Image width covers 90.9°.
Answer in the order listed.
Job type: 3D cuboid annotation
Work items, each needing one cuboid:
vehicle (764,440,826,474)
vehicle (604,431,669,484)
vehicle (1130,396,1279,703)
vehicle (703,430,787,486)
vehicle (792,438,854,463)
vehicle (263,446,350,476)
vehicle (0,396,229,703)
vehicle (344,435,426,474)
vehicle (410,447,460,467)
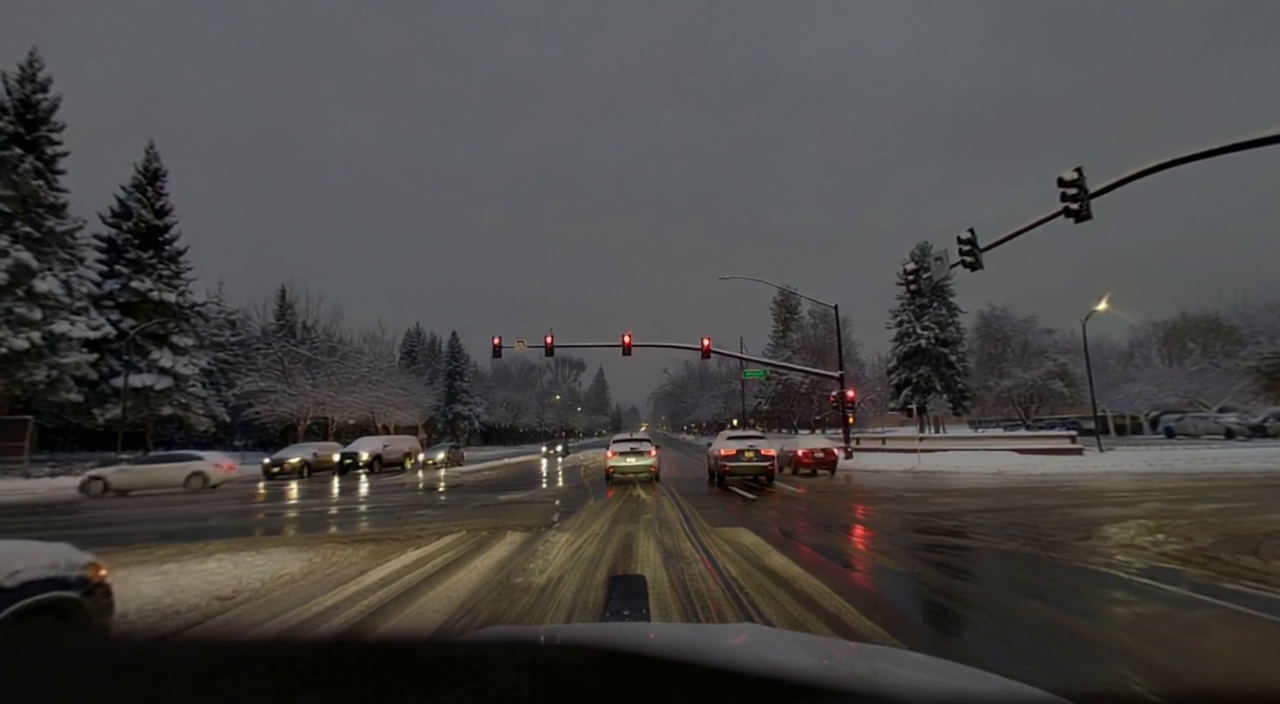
[{"bbox_3d":[7.036,4.809,29.000,1.847,1.432,4.039,0,-8,1],"label":"vehicle"},{"bbox_3d":[-0.119,3.863,23.293,2.215,1.749,3.976,0,-8,0],"label":"vehicle"},{"bbox_3d":[3.057,0.648,0.475,1.960,1.460,4.233,0,-8,0],"label":"vehicle"},{"bbox_3d":[3.450,3.607,21.715,2.097,1.707,4.461,0,-8,0],"label":"vehicle"},{"bbox_3d":[13.891,7.476,48.180,2.171,1.786,4.943,2,-9,-17],"label":"vehicle"},{"bbox_3d":[-17.549,5.749,33.428,2.086,1.458,4.457,0,-8,2],"label":"vehicle"},{"bbox_3d":[-3.592,0.816,1.752,1.941,1.492,4.399,0,-8,0],"label":"vehicle"},{"bbox_3d":[-13.993,5.641,35.032,2.196,1.961,5.359,0,-8,2],"label":"vehicle"},{"bbox_3d":[-14.084,7.221,43.575,1.926,1.325,4.162,-1,-8,2],"label":"vehicle"}]
